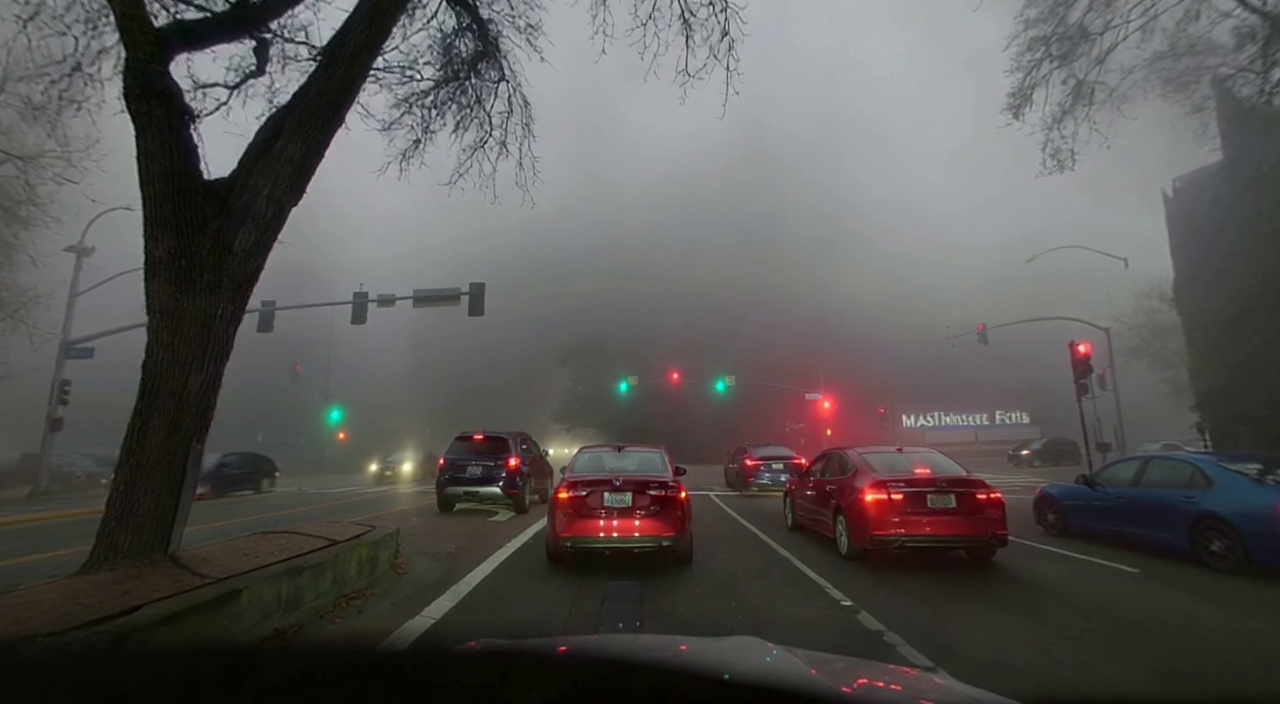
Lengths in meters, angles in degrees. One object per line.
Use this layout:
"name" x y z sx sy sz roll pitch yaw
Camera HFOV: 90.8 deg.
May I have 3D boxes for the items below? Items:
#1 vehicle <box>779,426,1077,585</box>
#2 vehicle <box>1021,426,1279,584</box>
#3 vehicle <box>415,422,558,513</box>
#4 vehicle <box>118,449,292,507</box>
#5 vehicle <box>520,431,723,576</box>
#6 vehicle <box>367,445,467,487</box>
"vehicle" 3.237 1.791 8.230 2.020 1.513 4.120 0 -8 2
"vehicle" 7.189 1.737 7.860 2.004 1.508 4.646 0 -8 0
"vehicle" -3.449 2.722 15.424 2.160 1.823 5.115 0 -8 1
"vehicle" -12.528 3.609 18.644 1.872 1.463 4.455 0 -8 2
"vehicle" -0.166 1.864 8.566 2.098 1.477 3.897 0 -8 1
"vehicle" -8.335 4.286 24.116 2.045 1.438 4.480 0 -8 2
